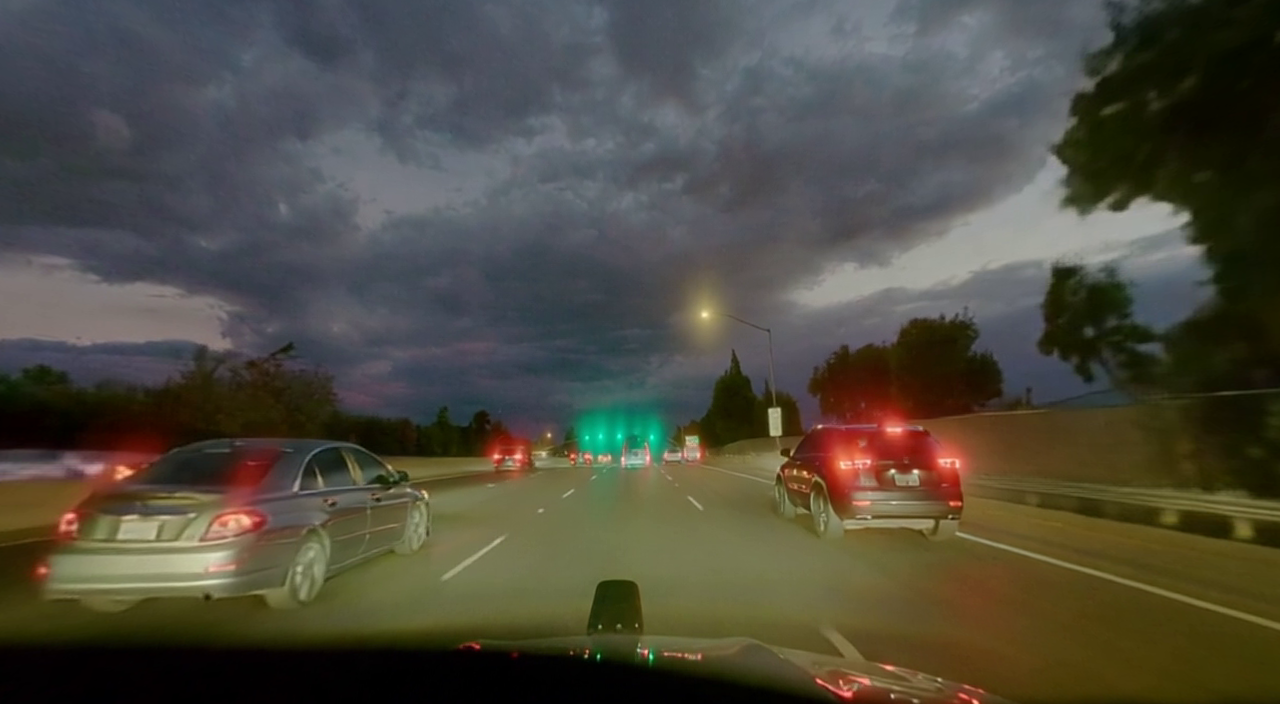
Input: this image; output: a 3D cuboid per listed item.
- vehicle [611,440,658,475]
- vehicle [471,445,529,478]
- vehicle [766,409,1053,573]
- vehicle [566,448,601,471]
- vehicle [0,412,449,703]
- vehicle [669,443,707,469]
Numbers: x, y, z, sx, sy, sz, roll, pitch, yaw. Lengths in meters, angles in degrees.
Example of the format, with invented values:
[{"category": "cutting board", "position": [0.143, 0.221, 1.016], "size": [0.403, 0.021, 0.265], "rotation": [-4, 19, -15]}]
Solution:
[{"category": "vehicle", "position": [-0.317, 5.787, 34.970], "size": [2.408, 1.748, 4.217], "rotation": [0, -8, -1]}, {"category": "vehicle", "position": [-7.014, 5.523, 32.117], "size": [1.980, 1.519, 4.147], "rotation": [0, -8, 1]}, {"category": "vehicle", "position": [3.330, 1.807, 9.058], "size": [2.029, 1.716, 4.545], "rotation": [0, -8, -1]}, {"category": "vehicle", "position": [-3.781, 7.299, 43.232], "size": [1.968, 1.473, 4.209], "rotation": [0, -8, 1]}, {"category": "vehicle", "position": [-3.454, 1.395, 5.386], "size": [2.130, 1.514, 4.766], "rotation": [0, -8, 0]}, {"category": "vehicle", "position": [3.302, 7.275, 44.546], "size": [2.320, 1.735, 4.408], "rotation": [0, -8, 0]}]
